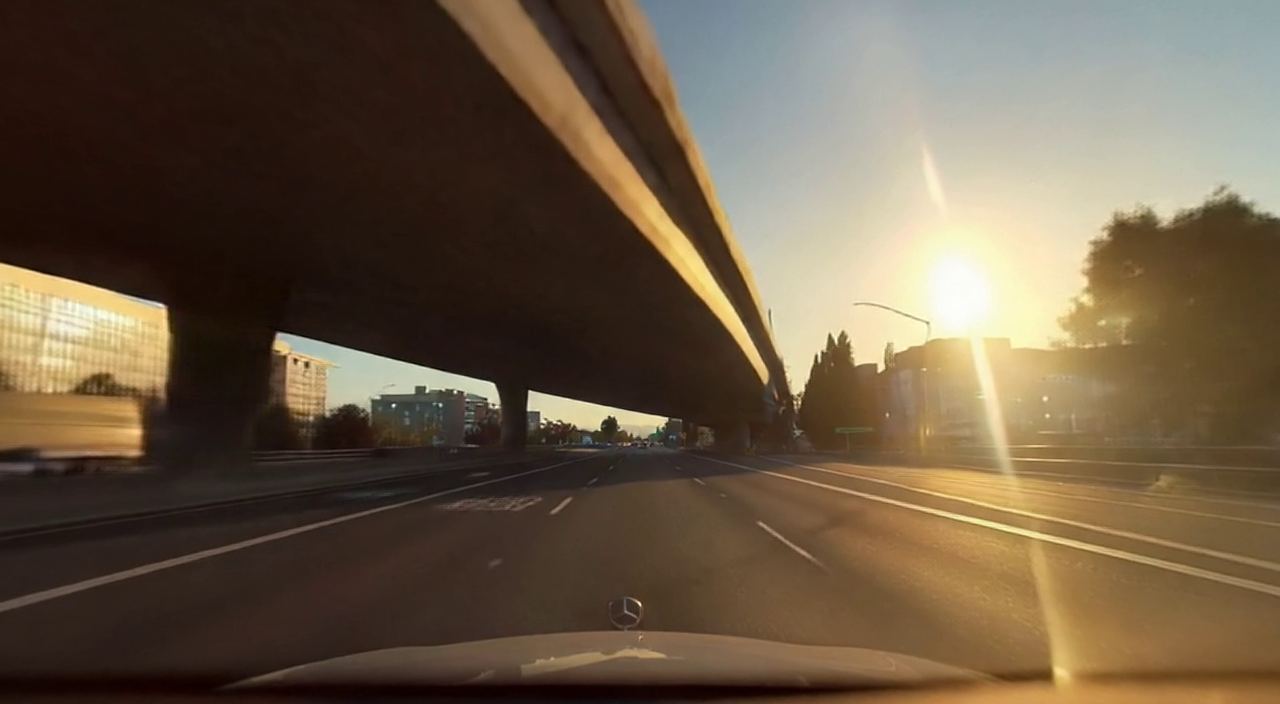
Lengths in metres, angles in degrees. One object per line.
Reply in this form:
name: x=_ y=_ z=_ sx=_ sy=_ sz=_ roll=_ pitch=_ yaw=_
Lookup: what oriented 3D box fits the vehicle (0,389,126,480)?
vehicle: x=-31.183 y=3.632 z=27.863 sx=2.946 sy=4.172 sz=16.350 roll=0 pitch=-9 yaw=1
